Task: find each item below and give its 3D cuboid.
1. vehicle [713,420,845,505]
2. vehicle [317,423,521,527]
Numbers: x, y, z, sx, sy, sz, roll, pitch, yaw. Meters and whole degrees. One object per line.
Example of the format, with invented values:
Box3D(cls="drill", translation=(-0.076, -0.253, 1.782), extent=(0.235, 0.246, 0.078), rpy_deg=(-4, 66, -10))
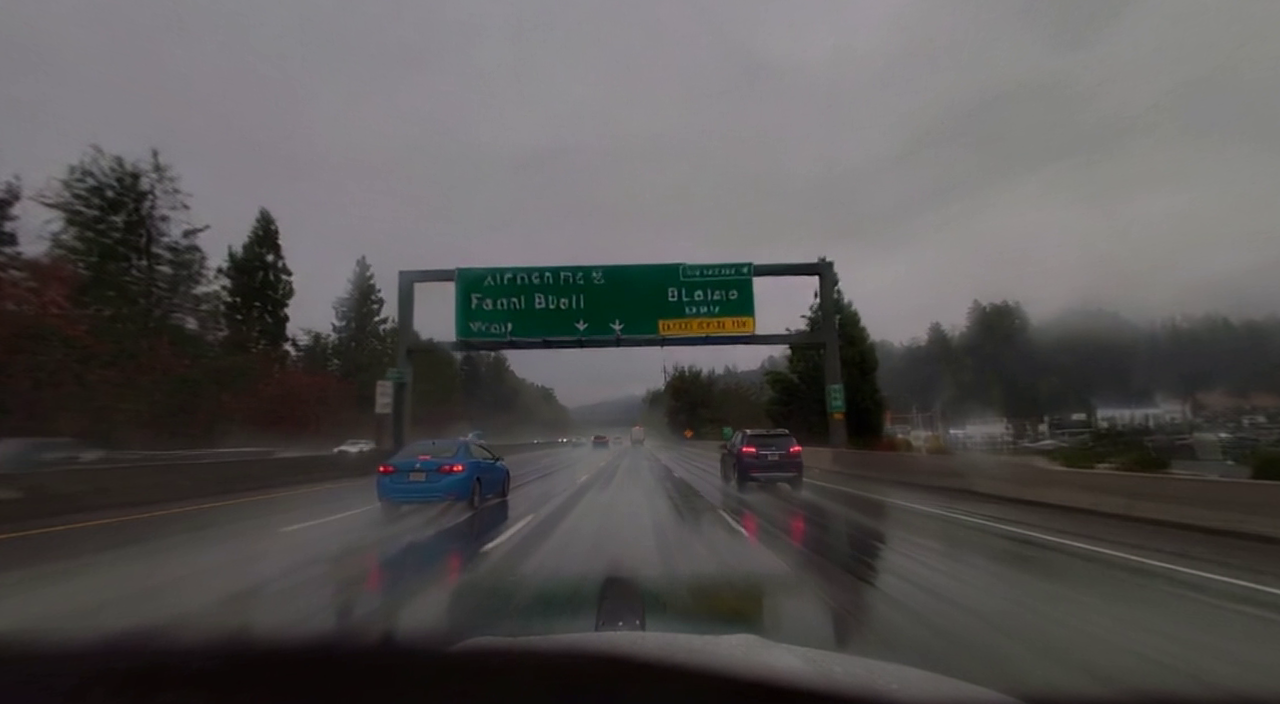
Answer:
Box3D(cls="vehicle", translation=(3.076, 2.559, 14.979), extent=(2.053, 1.714, 4.097), rpy_deg=(0, -9, -2))
Box3D(cls="vehicle", translation=(-3.856, 2.268, 12.187), extent=(2.118, 1.573, 4.940), rpy_deg=(0, -9, 0))
